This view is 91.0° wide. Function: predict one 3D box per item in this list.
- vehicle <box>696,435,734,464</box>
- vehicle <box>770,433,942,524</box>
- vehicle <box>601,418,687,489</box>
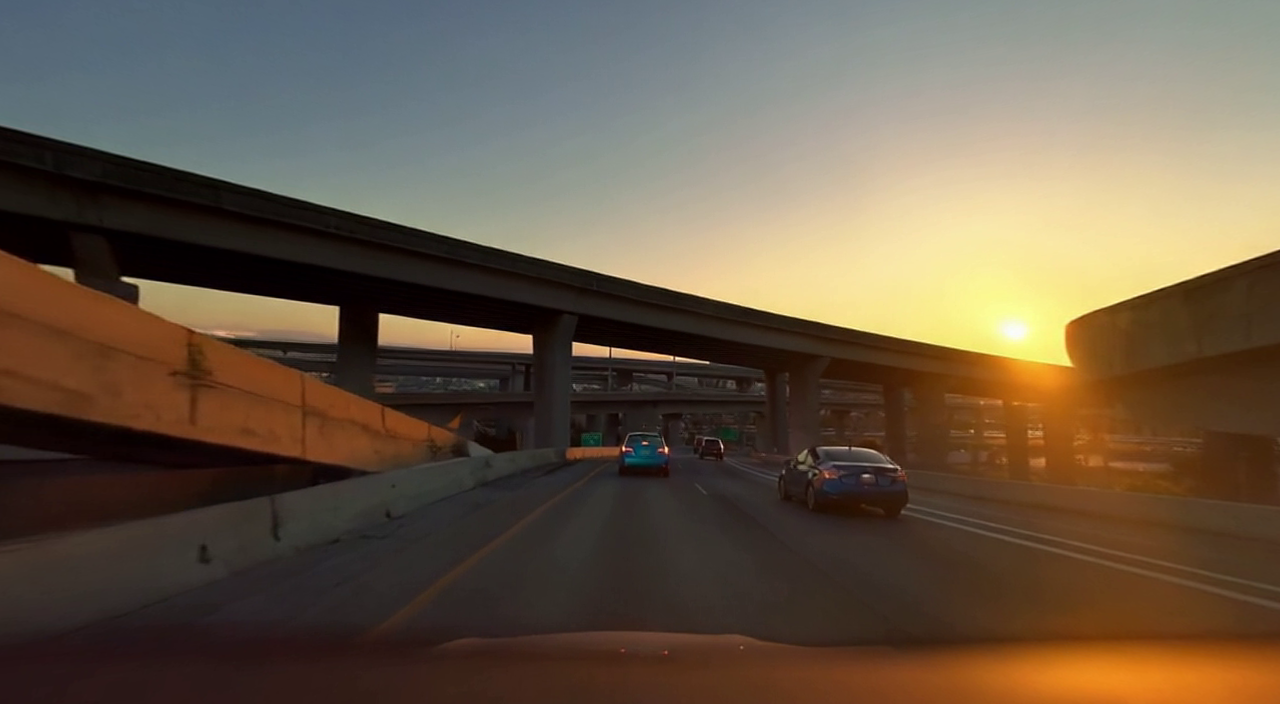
[{"bbox_3d":[4.721,6.174,40.151,2.047,1.700,4.069,0,-8,3],"label":"vehicle"},{"bbox_3d":[4.057,2.426,12.662,2.047,1.500,4.017,0,-8,0],"label":"vehicle"},{"bbox_3d":[0.144,3.007,19.022,2.264,1.841,4.583,0,-8,1],"label":"vehicle"}]
